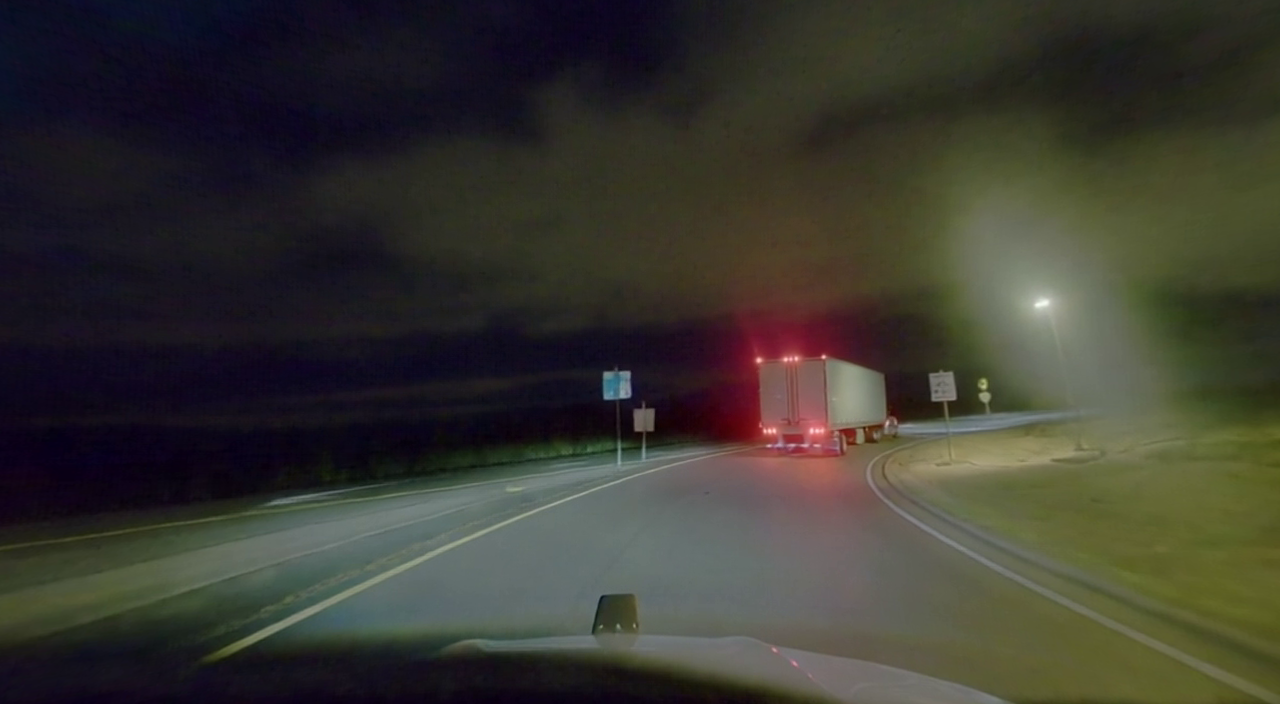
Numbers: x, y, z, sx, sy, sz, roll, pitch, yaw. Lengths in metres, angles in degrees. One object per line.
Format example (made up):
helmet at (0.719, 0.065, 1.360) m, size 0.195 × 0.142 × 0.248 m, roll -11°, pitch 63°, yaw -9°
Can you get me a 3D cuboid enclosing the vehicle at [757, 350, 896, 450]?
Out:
vehicle at (8.839, 2.479, 28.554) m, size 2.837 × 3.712 × 10.484 m, roll -6°, pitch -10°, yaw 34°
